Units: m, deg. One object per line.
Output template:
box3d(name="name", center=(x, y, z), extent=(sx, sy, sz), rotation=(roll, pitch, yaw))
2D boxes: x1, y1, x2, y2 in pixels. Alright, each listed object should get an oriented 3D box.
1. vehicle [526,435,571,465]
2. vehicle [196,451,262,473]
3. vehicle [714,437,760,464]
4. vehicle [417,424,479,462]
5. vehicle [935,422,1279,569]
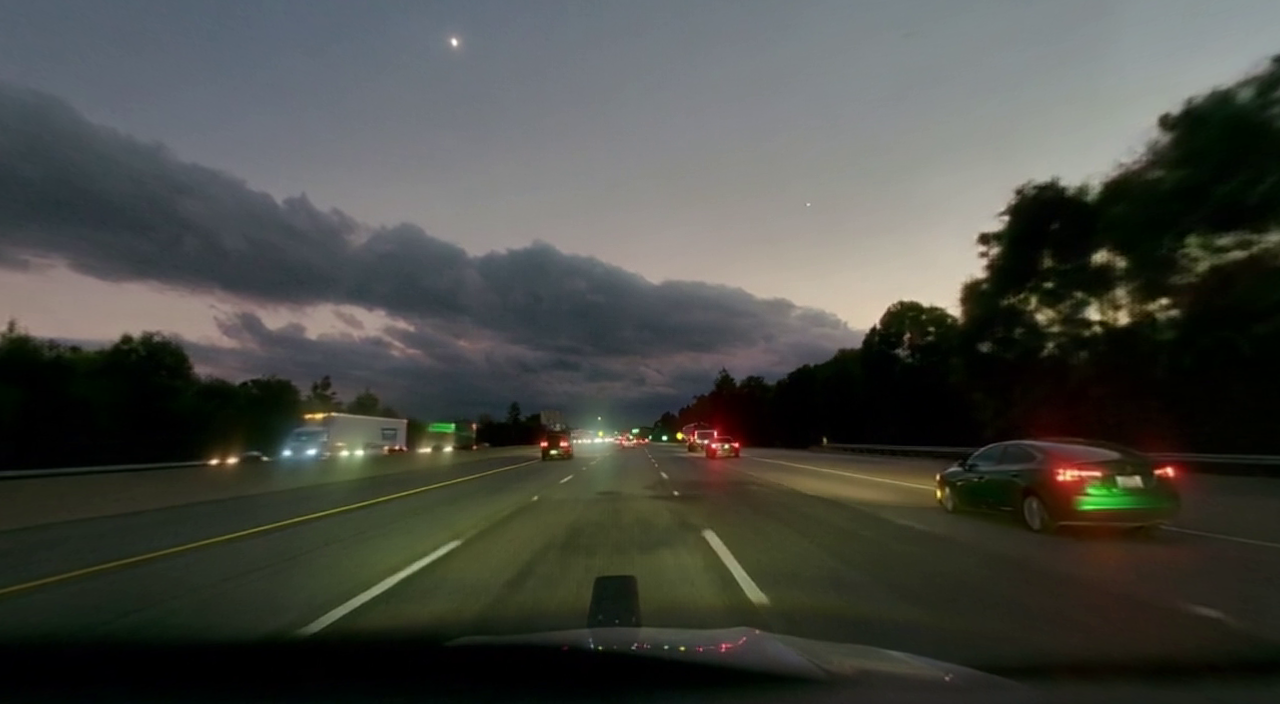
box3d(name="vehicle", center=(-5.058, 5.450, 35.293), extent=(1.966, 1.570, 3.859), rotation=(0, -8, -1))
box3d(name="vehicle", center=(-31.291, 8.391, 48.111), extent=(1.788, 1.438, 4.427), rotation=(-2, -7, 6))
box3d(name="vehicle", center=(5.489, 5.617, 36.020), extent=(1.920, 1.436, 3.890), rotation=(0, -8, -2))
box3d(name="vehicle", center=(-14.007, 6.666, 46.527), extent=(2.436, 2.595, 7.097), rotation=(0, -8, -1))
box3d(name="vehicle", center=(6.110, 1.753, 8.613), extent=(2.028, 1.488, 4.236), rotation=(0, -8, -1))
